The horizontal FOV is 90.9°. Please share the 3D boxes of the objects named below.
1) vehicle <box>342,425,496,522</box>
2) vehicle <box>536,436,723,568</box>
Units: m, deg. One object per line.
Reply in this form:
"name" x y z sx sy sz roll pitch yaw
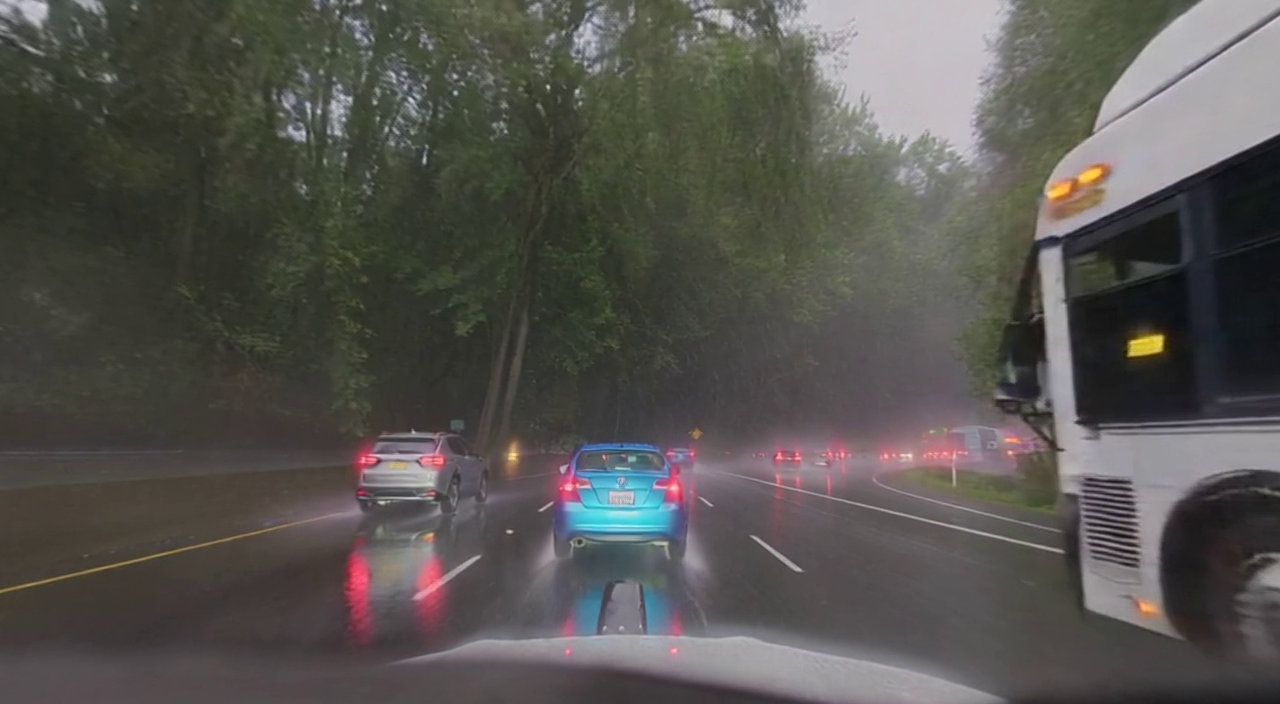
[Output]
"vehicle" -4.399 2.481 13.307 1.830 1.703 4.142 0 -9 -1
"vehicle" -0.179 2.036 9.332 2.120 1.478 4.179 0 -9 -2
